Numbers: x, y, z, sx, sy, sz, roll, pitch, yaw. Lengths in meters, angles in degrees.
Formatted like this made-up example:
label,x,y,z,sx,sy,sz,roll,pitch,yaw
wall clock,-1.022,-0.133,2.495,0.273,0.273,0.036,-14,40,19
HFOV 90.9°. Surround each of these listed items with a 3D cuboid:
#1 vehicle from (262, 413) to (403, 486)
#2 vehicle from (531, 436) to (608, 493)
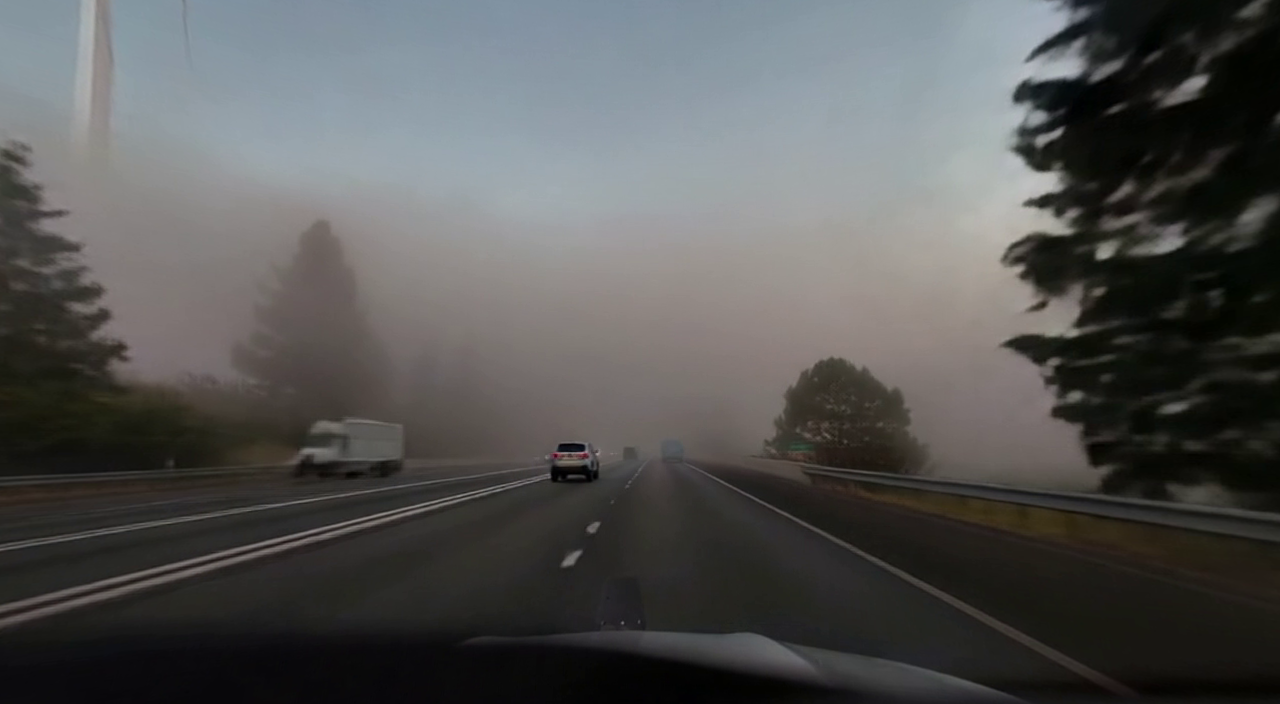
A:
label,x,y,z,sx,sy,sz,roll,pitch,yaw
vehicle,-14.849,4.874,31.348,2.706,3.119,8.054,-1,-9,2
vehicle,-2.278,3.786,21.420,2.038,1.723,4.150,-1,-9,1
